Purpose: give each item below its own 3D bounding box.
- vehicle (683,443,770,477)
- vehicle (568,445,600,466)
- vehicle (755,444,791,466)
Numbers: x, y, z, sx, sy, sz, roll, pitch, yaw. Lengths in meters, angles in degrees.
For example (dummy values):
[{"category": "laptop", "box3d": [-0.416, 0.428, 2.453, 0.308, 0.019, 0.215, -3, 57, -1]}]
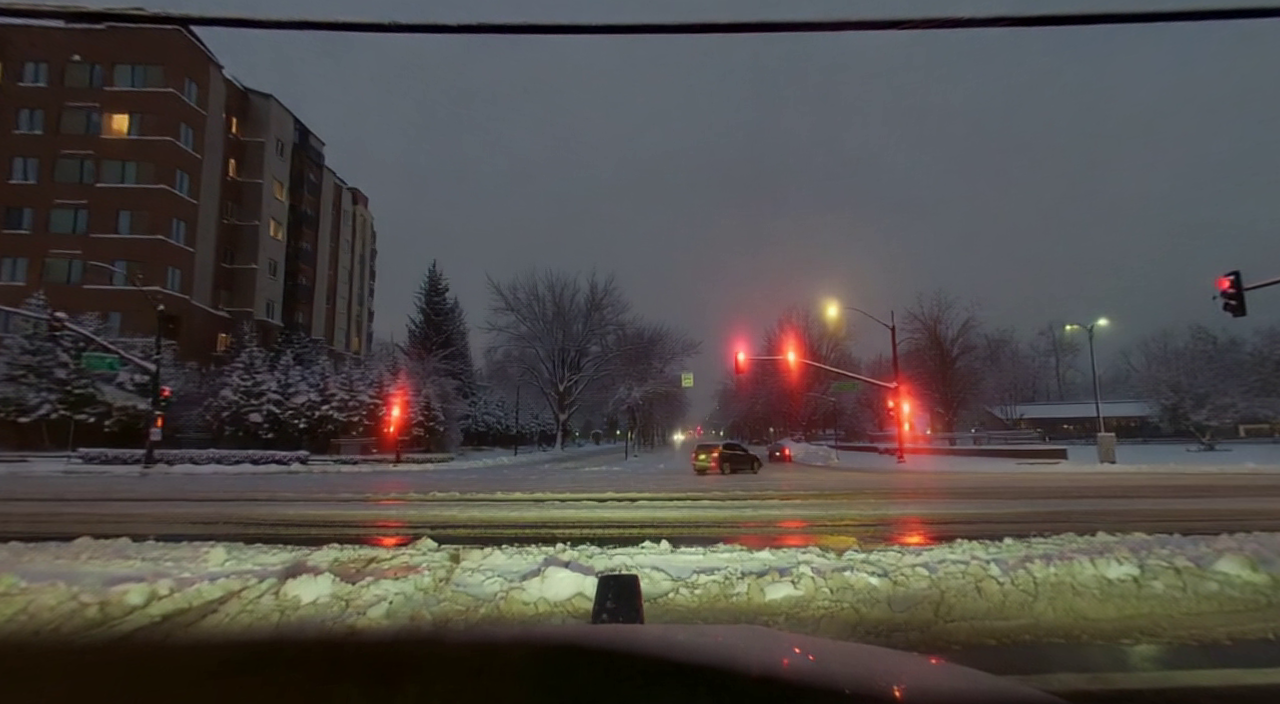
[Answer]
[{"category": "vehicle", "box3d": [4.141, 5.056, 29.851, 2.043, 1.454, 4.424, -7, -11, 38]}, {"category": "vehicle", "box3d": [-4.363, 8.124, 49.750, 2.130, 1.613, 4.121, 0, -8, 0]}, {"category": "vehicle", "box3d": [10.210, 7.940, 48.957, 1.955, 1.569, 4.397, 0, -8, 2]}]
